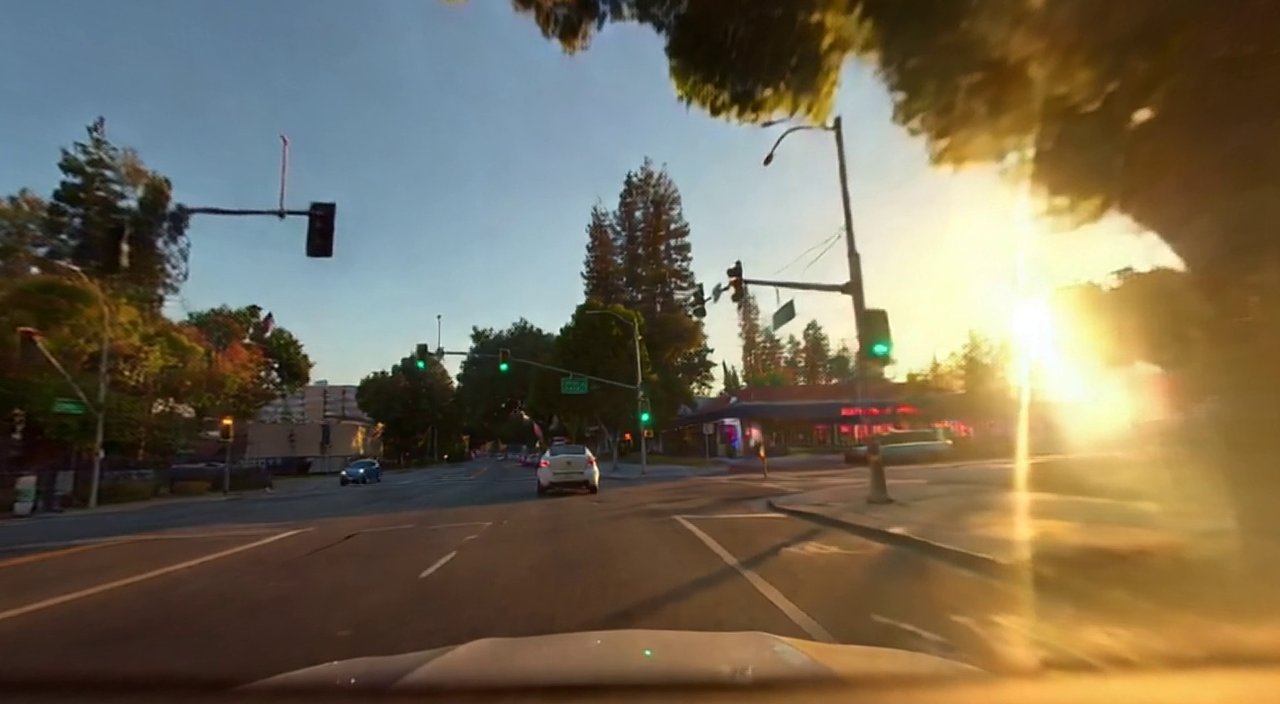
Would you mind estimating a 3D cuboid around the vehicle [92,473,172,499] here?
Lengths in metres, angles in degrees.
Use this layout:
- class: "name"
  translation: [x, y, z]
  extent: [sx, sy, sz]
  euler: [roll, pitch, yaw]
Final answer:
- class: "vehicle"
  translation: [-33.751, 8.878, 42.135]
  extent: [2.004, 1.479, 4.230]
  euler: [1, -9, -3]

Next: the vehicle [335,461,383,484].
- class: "vehicle"
  translation: [-20.558, 8.820, 46.363]
  extent: [1.873, 1.483, 4.657]
  euler: [1, -9, -7]

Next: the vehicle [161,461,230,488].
- class: "vehicle"
  translation: [-30.245, 8.325, 43.127]
  extent: [2.142, 1.671, 4.083]
  euler: [2, -9, -9]

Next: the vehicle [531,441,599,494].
- class: "vehicle"
  translation: [-2.826, 4.196, 23.272]
  extent: [2.227, 1.733, 3.930]
  euler: [2, -9, -9]
